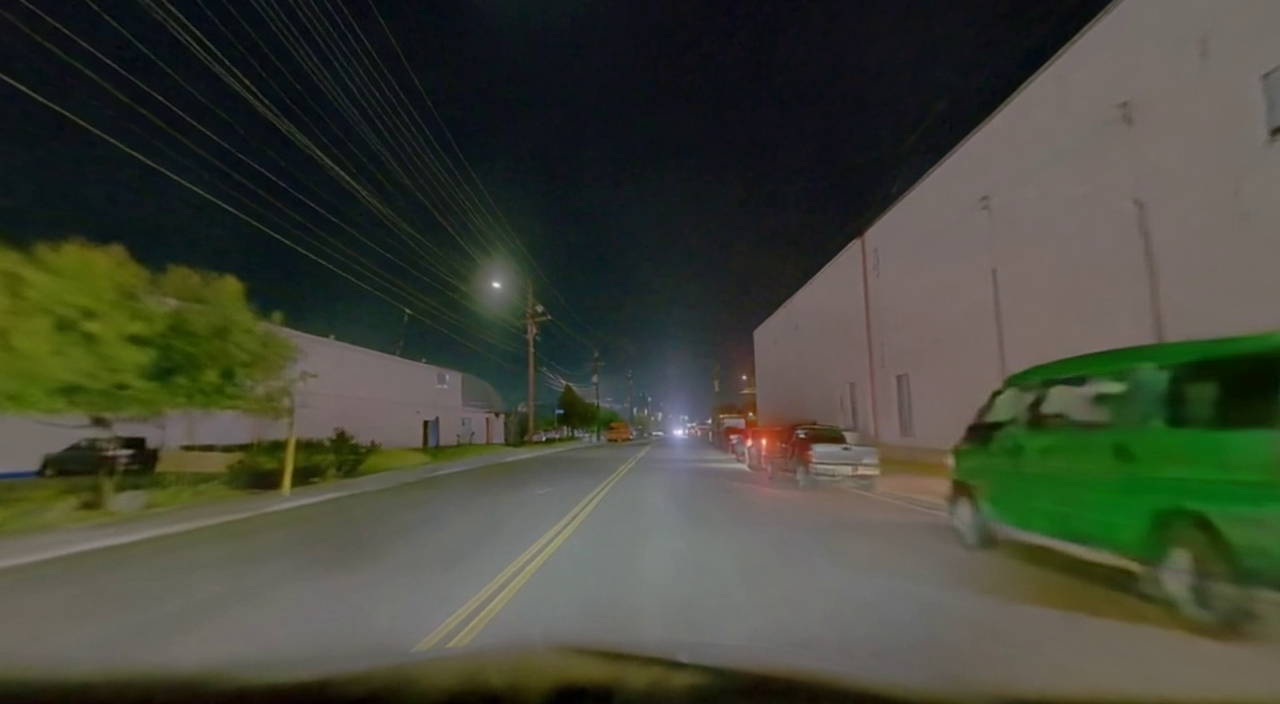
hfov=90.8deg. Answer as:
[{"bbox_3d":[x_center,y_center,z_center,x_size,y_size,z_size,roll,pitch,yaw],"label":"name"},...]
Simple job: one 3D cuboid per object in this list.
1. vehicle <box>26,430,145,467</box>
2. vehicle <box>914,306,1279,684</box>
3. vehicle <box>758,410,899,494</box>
[{"bbox_3d":[-23.299,4.056,26.594,3.663,1.470,1.654,-2,-8,8],"label":"vehicle"},{"bbox_3d":[4.394,1.012,5.111,2.010,1.985,5.124,0,-8,0],"label":"vehicle"},{"bbox_3d":[4.531,2.526,16.241,2.009,1.776,5.440,0,-8,1],"label":"vehicle"}]
